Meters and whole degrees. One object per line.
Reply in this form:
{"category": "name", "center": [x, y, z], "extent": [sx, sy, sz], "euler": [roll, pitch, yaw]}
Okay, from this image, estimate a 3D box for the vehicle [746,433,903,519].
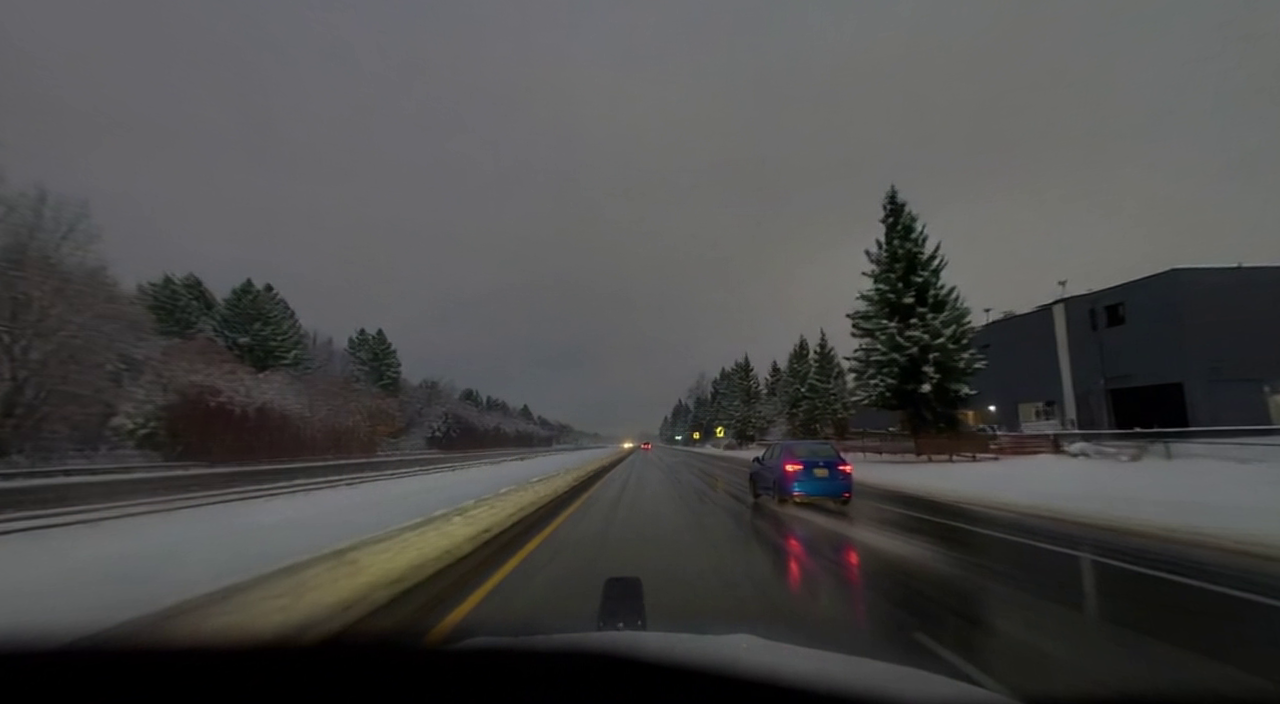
{"category": "vehicle", "center": [3.685, 2.541, 13.416], "extent": [2.079, 1.531, 3.997], "euler": [0, -8, 0]}
